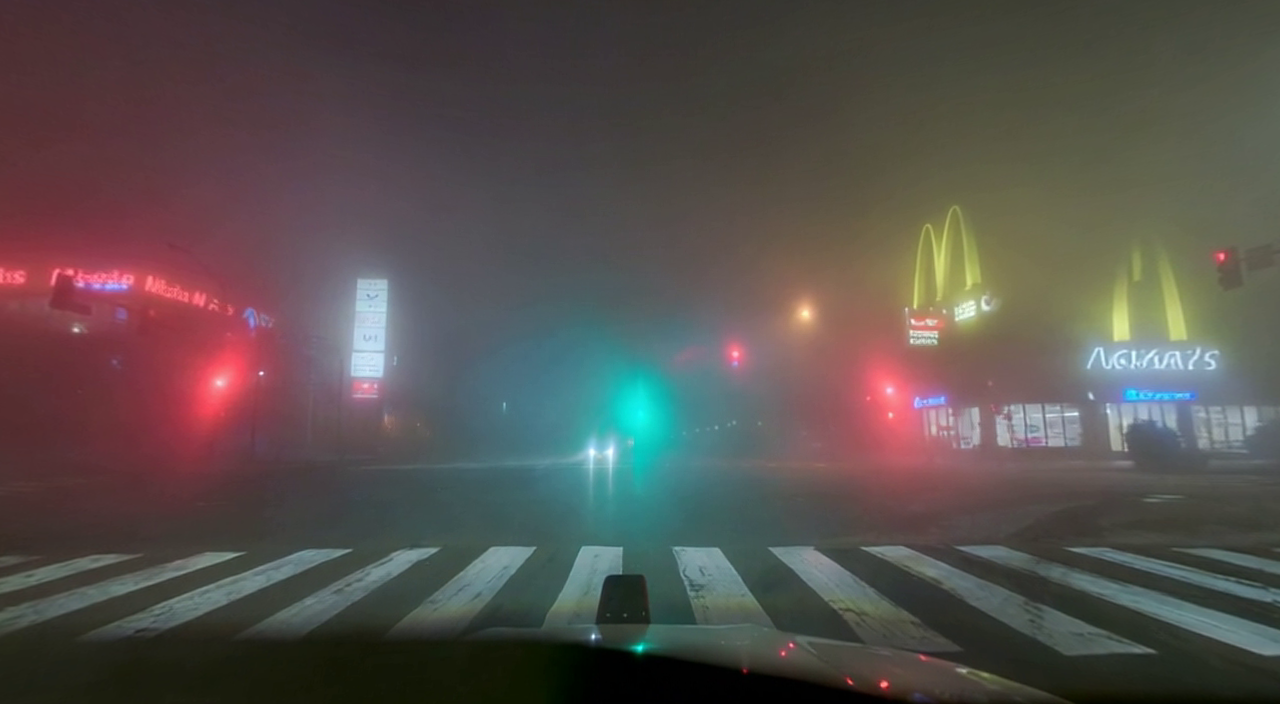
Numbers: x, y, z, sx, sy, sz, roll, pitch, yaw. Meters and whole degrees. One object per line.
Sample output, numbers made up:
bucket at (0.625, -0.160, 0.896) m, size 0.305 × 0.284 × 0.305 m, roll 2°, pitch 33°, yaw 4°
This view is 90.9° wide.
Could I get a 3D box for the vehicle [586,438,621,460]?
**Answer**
vehicle at (-2.512, 6.783, 44.113) m, size 2.104 × 1.468 × 4.195 m, roll 0°, pitch -8°, yaw 1°
